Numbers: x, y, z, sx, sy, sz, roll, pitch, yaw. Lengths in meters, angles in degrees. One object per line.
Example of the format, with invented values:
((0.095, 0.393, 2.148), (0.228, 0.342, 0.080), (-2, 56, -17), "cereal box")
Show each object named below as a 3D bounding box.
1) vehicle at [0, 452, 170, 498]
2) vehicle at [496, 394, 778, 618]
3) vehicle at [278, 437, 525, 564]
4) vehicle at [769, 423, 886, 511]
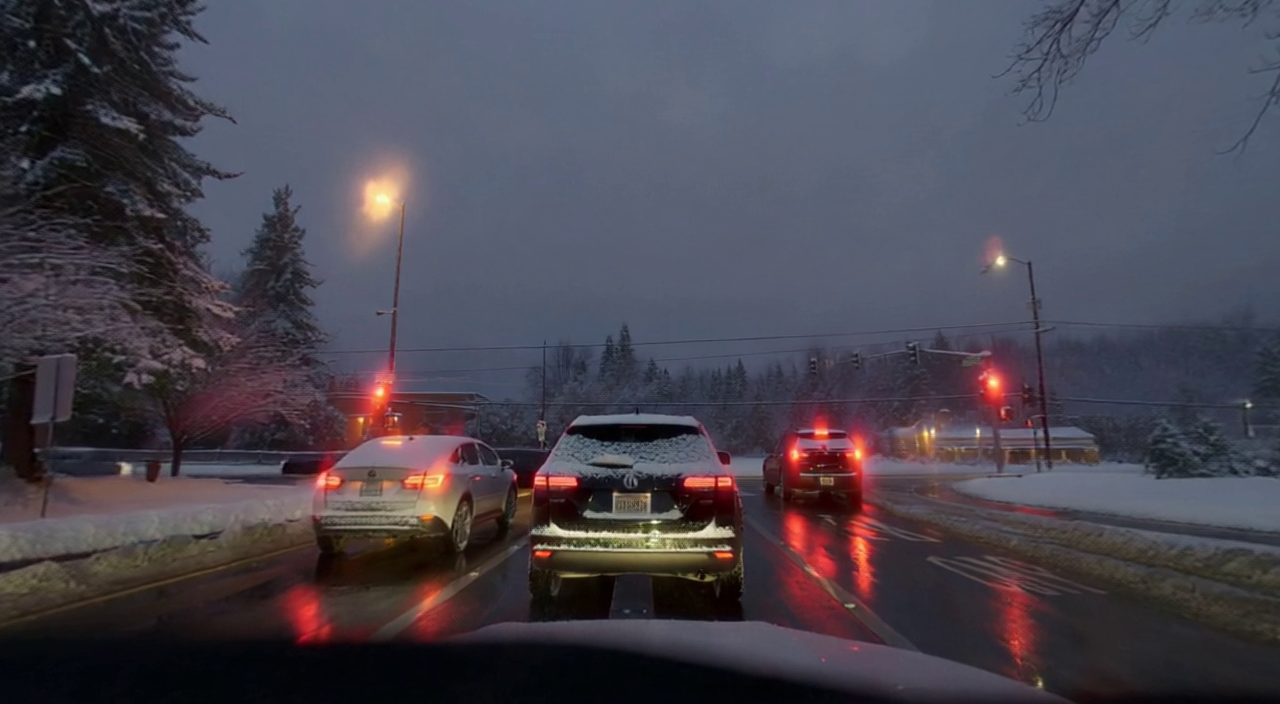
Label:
((-19.946, 4.379, 22.723), (4.308, 1.494, 1.829), (2, -9, -15), "vehicle")
((-0.025, 1.525, 7.174), (2.203, 1.757, 4.286), (0, -8, 0), "vehicle")
((-3.193, 2.062, 9.607), (1.913, 1.453, 4.413), (0, -8, 2), "vehicle")
((4.819, 3.001, 16.914), (2.084, 2.053, 4.073), (-1, -8, 4), "vehicle")
